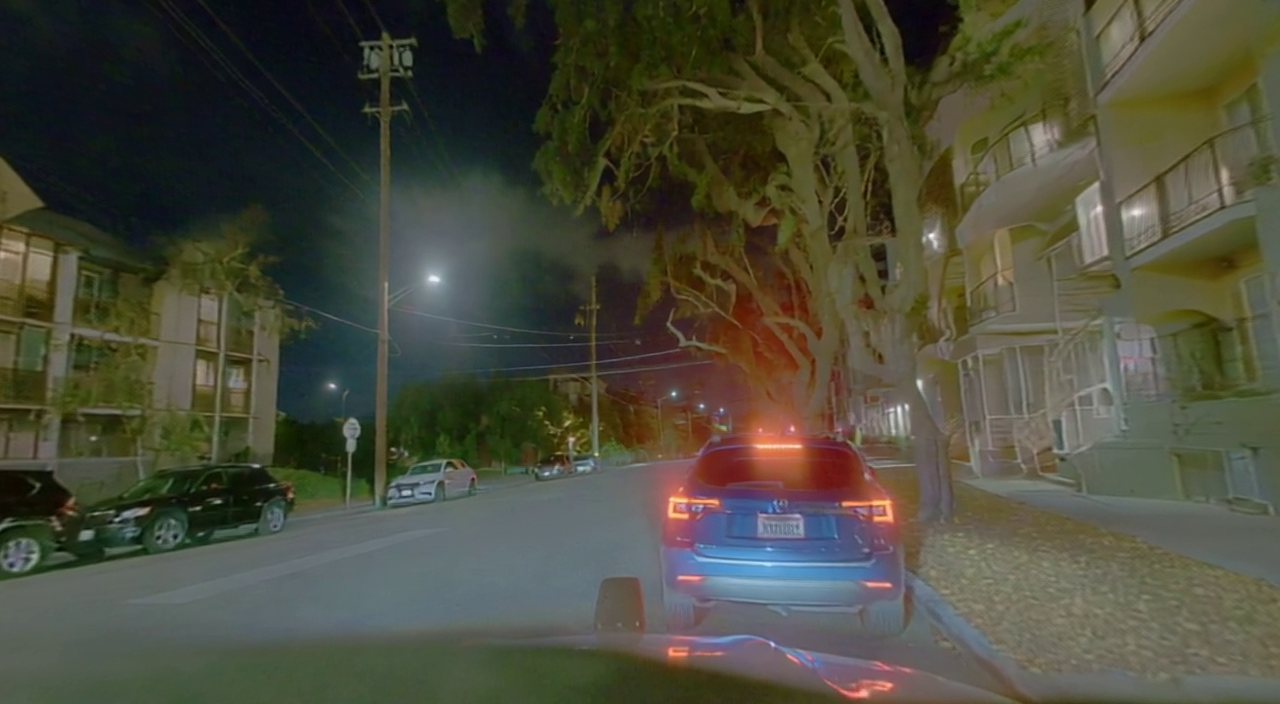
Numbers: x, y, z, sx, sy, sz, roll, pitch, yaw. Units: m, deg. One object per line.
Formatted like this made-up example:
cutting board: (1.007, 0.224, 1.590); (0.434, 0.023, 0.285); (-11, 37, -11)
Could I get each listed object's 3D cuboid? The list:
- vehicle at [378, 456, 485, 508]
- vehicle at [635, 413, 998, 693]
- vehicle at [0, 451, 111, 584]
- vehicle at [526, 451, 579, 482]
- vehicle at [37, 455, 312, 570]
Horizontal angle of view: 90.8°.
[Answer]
vehicle: (-8.058, 5.051, 24.928); (2.017, 1.582, 4.664); (-8, -11, 9)
vehicle: (1.364, 1.481, 6.041); (2.030, 1.535, 4.683); (-1, -9, 10)
vehicle: (-10.186, 2.338, 8.193); (1.973, 1.848, 5.100); (-9, -11, 6)
vehicle: (-5.452, 7.179, 40.009); (2.011, 1.801, 4.676); (-1, -9, 9)
vehicle: (-9.385, 3.204, 13.378); (2.068, 1.745, 4.579); (-8, -10, 6)
